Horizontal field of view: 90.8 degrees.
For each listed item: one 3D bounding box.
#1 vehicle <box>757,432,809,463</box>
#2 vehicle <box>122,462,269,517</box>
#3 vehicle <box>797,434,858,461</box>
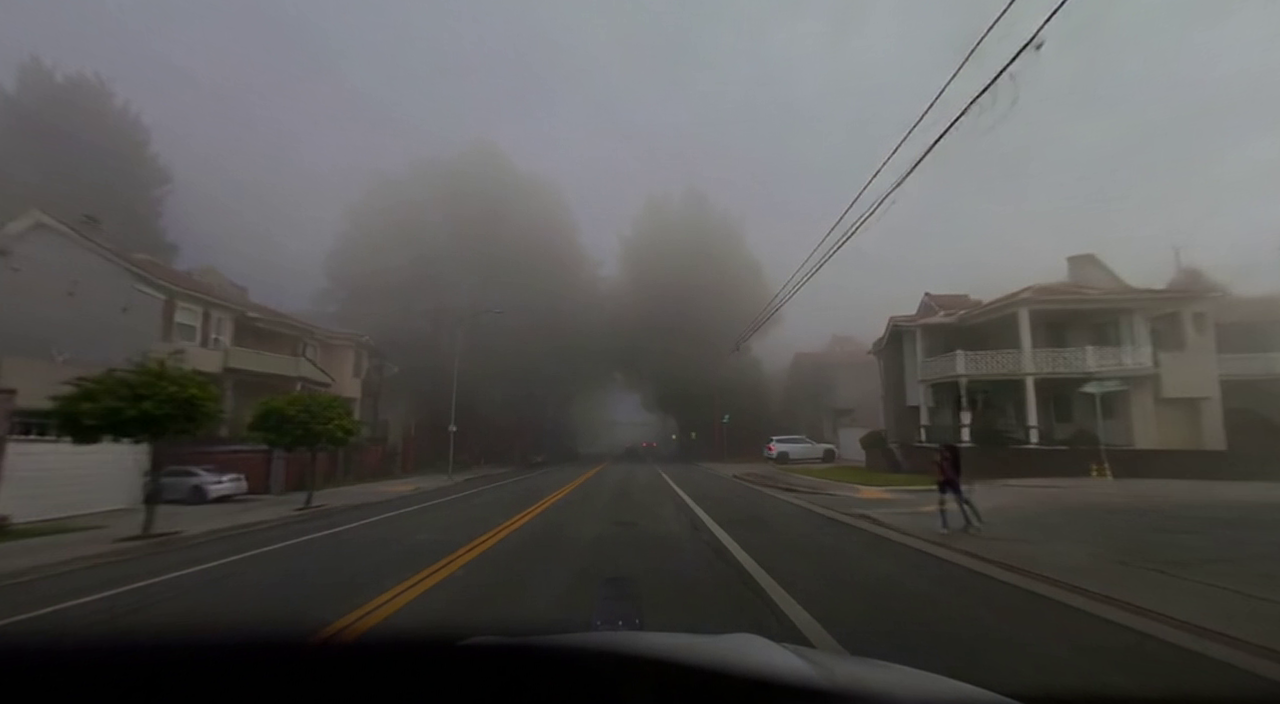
[{"bbox_3d":[9.026,6.077,40.214,2.121,1.785,4.693,0,-8,-1],"label":"vehicle"},{"bbox_3d":[-15.415,4.743,22.262,2.124,1.538,4.237,-1,-8,0],"label":"vehicle"},{"bbox_3d":[11.799,6.063,40.144,2.181,1.530,4.867,-2,-8,-3],"label":"vehicle"}]
